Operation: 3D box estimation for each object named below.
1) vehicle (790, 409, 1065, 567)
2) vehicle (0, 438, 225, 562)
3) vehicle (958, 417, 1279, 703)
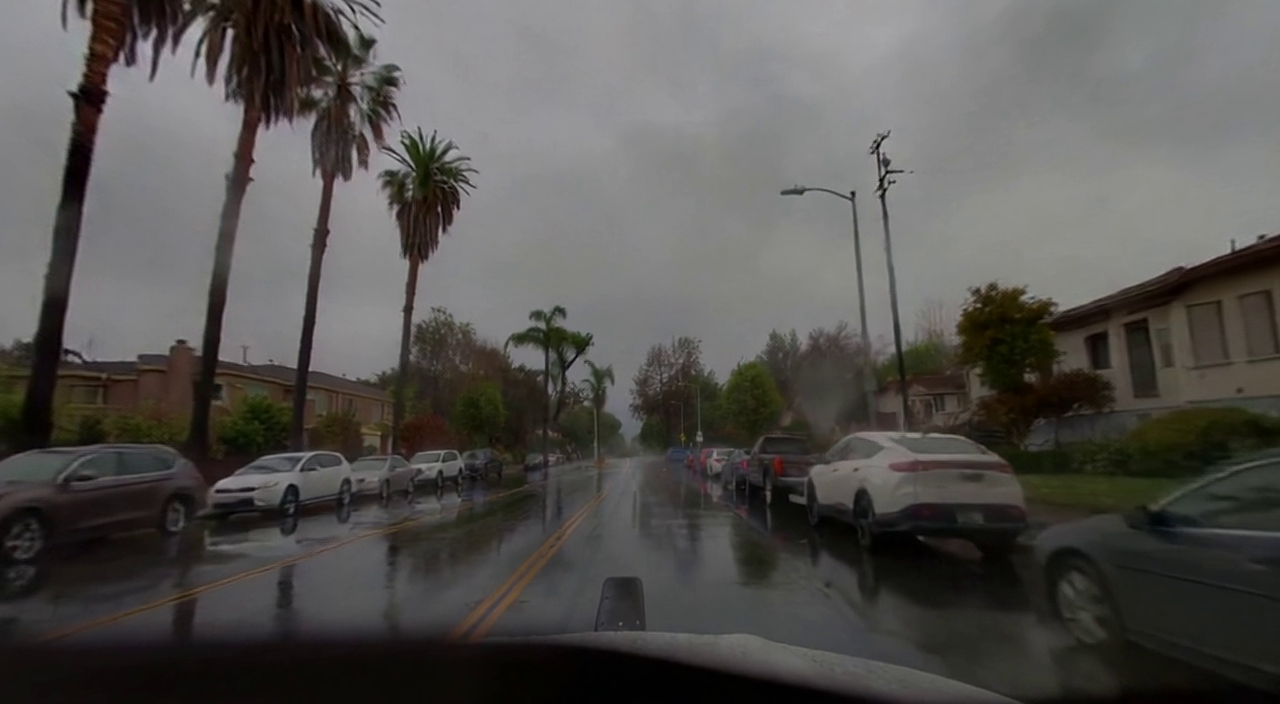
[{"bbox_3d":[3.591,1.772,8.965,1.899,1.669,4.259,0,-8,0],"label":"vehicle"},{"bbox_3d":[-9.557,2.348,10.466,4.089,1.813,1.932,3,-9,-24],"label":"vehicle"},{"bbox_3d":[3.571,0.960,2.522,2.096,1.452,4.741,-4,-9,0],"label":"vehicle"}]
